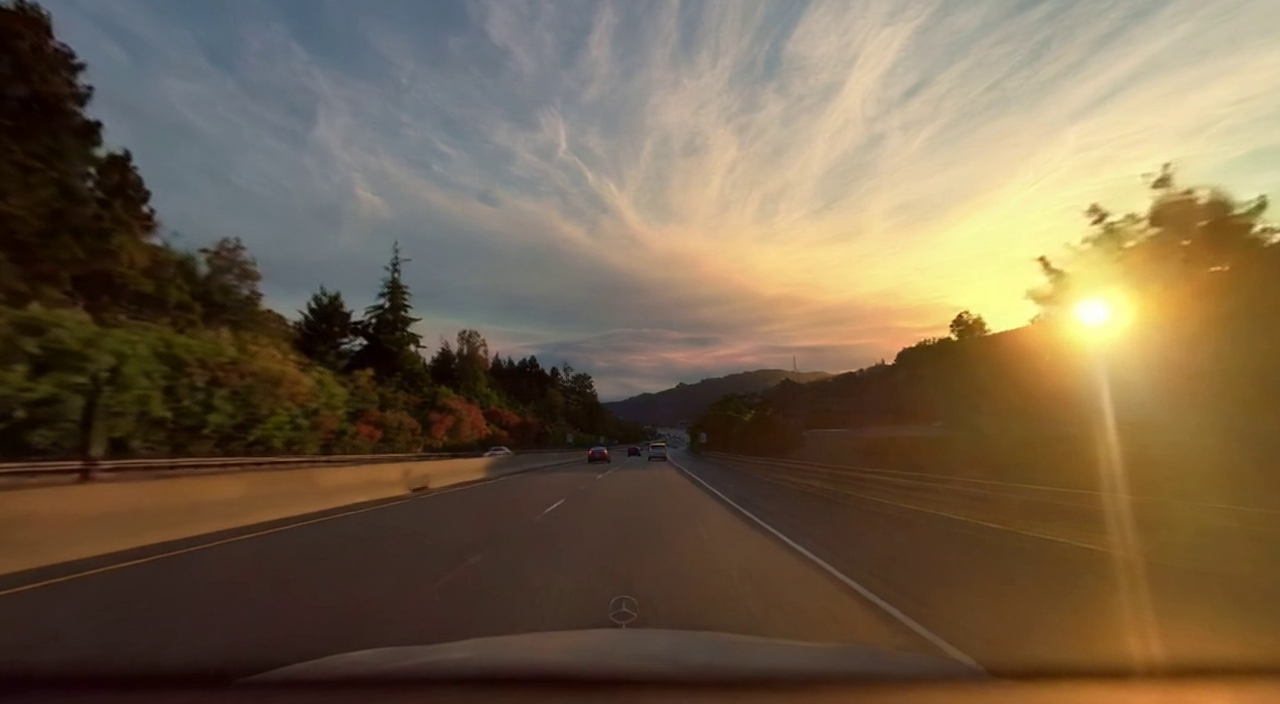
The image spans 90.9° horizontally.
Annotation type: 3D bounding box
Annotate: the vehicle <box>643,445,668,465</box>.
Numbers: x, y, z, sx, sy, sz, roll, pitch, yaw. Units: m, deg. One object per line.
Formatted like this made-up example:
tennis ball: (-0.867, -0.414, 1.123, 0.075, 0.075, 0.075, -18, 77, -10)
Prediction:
vehicle: (1.191, 8.069, 49.547, 1.934, 1.488, 3.832, 0, -9, 1)

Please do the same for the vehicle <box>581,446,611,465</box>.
vehicle: (-3.448, 8.160, 49.828, 2.033, 1.449, 3.957, 0, -9, 1)
